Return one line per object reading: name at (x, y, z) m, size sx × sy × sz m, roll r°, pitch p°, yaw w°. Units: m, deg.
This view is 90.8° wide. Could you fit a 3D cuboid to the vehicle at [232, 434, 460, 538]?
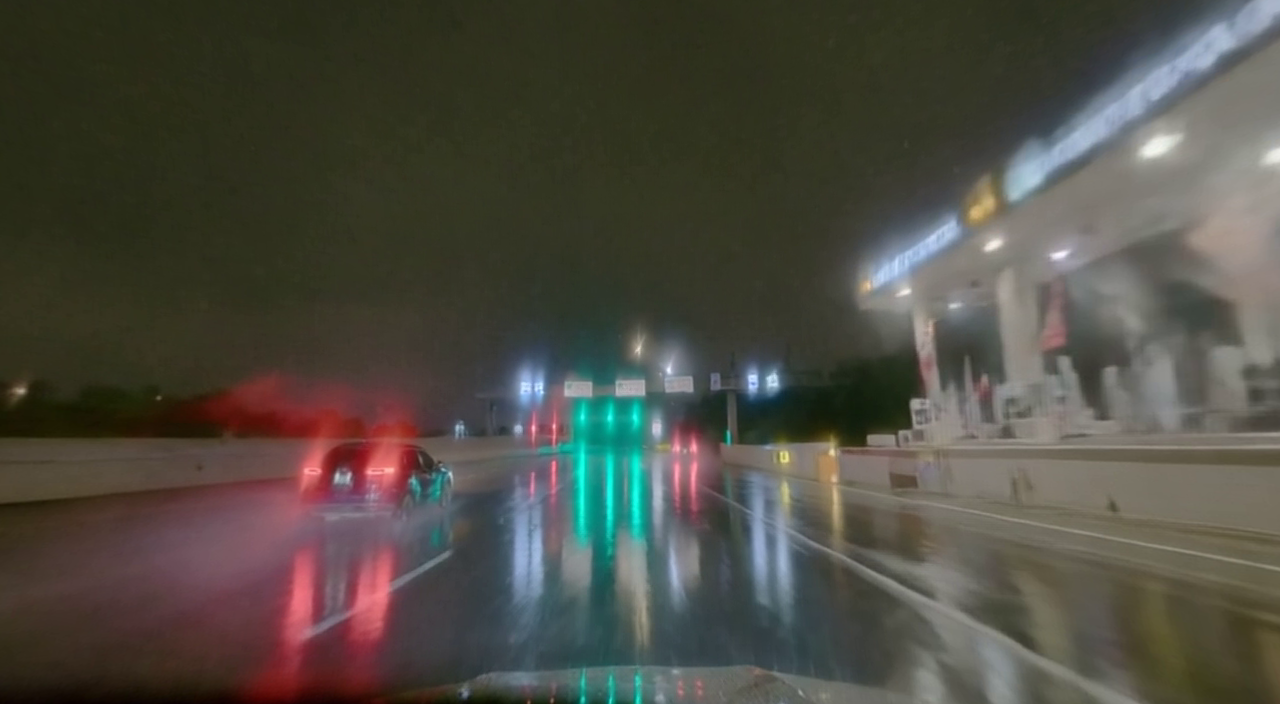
vehicle at (-4.861, 2.254, 11.310) m, size 1.981 × 1.465 × 4.334 m, roll 0°, pitch -8°, yaw 0°
